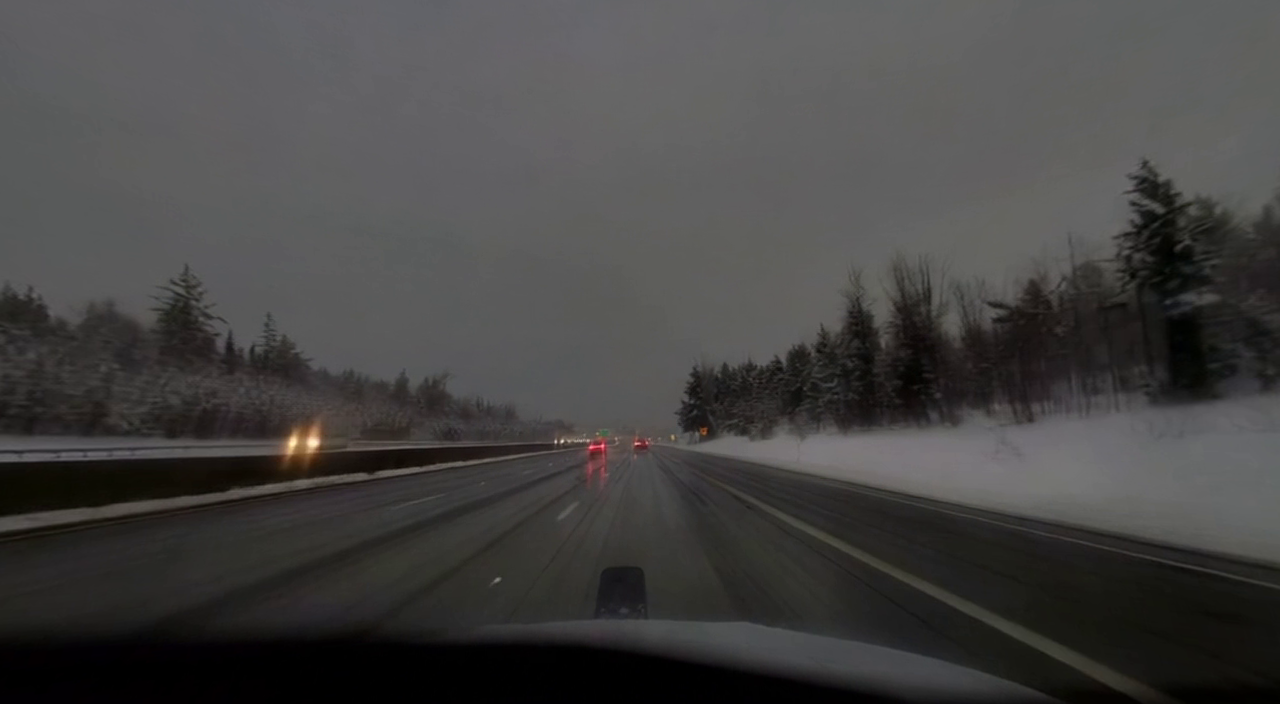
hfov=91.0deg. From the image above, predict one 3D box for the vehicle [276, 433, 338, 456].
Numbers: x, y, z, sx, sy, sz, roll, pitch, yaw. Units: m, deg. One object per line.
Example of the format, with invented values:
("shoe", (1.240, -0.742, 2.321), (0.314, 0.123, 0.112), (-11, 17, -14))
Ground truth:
("vehicle", (-22.403, 6.226, 42.559), (1.789, 1.465, 4.402), (0, -8, 0))
